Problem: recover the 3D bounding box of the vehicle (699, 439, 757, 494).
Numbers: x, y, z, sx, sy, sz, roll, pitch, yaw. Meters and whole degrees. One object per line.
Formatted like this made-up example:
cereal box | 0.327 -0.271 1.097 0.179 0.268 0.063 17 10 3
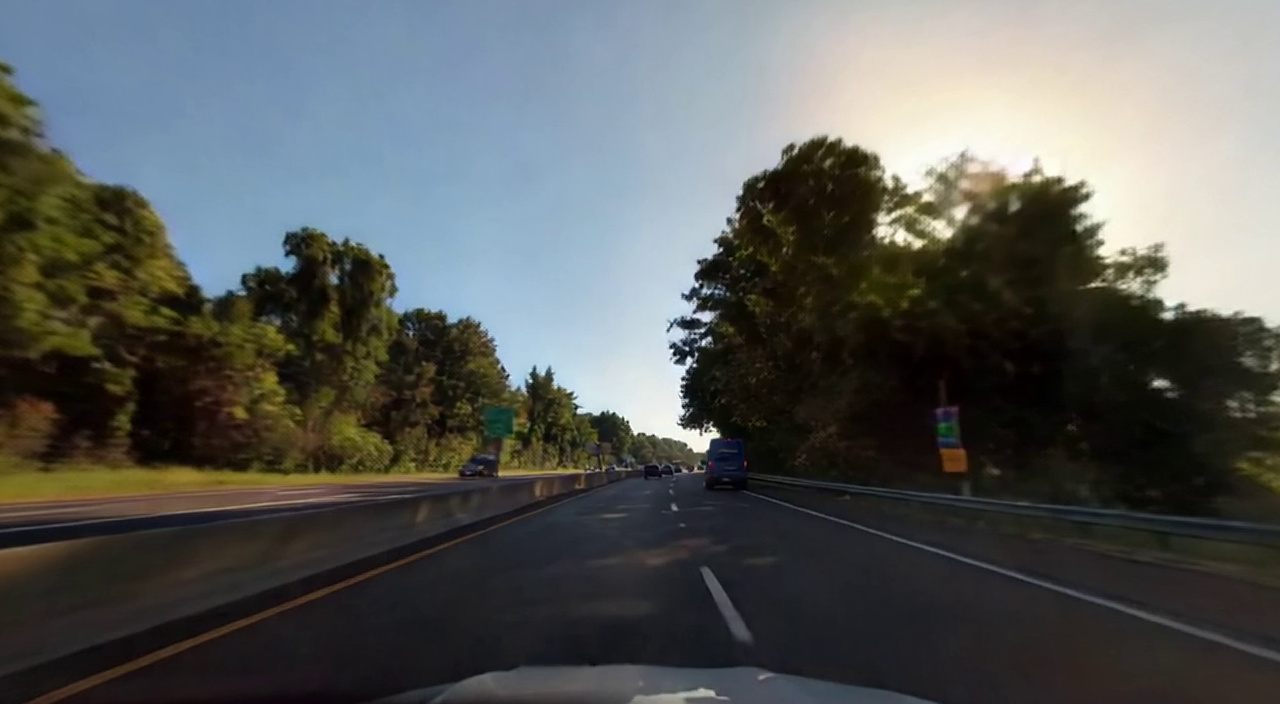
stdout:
vehicle | 4.494 6.027 33.204 2.366 2.595 5.793 0 -11 1
